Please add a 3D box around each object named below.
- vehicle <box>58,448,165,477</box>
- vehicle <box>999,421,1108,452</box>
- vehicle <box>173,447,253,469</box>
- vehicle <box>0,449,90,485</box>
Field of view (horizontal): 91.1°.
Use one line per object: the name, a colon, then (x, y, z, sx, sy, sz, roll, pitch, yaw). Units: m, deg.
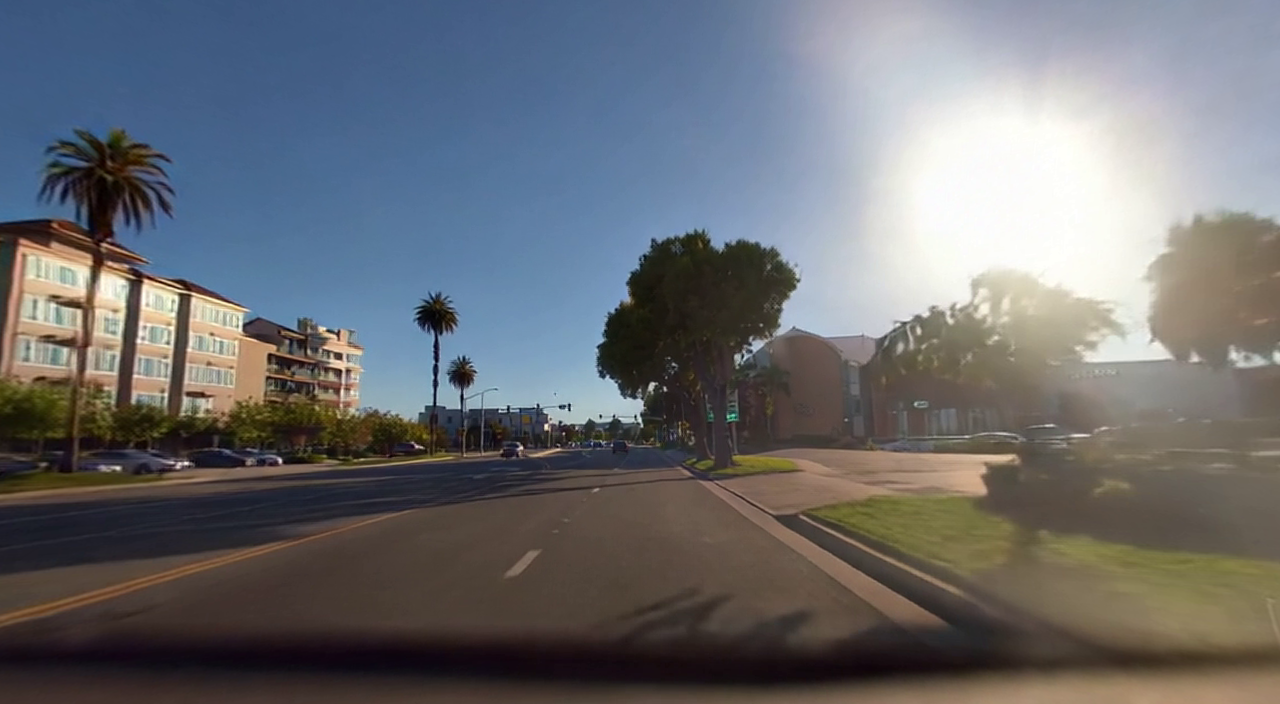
vehicle: (-29.901, 6.258, 35.598, 4.310, 1.533, 1.917, 0, -8, 1)
vehicle: (25.157, 5.150, 38.317, 5.117, 1.813, 2.052, 0, -8, 0)
vehicle: (-29.735, 7.378, 43.778, 4.133, 1.501, 1.876, 0, -8, 0)
vehicle: (-29.601, 5.565, 30.231, 4.463, 1.497, 1.889, -4, -9, 0)
